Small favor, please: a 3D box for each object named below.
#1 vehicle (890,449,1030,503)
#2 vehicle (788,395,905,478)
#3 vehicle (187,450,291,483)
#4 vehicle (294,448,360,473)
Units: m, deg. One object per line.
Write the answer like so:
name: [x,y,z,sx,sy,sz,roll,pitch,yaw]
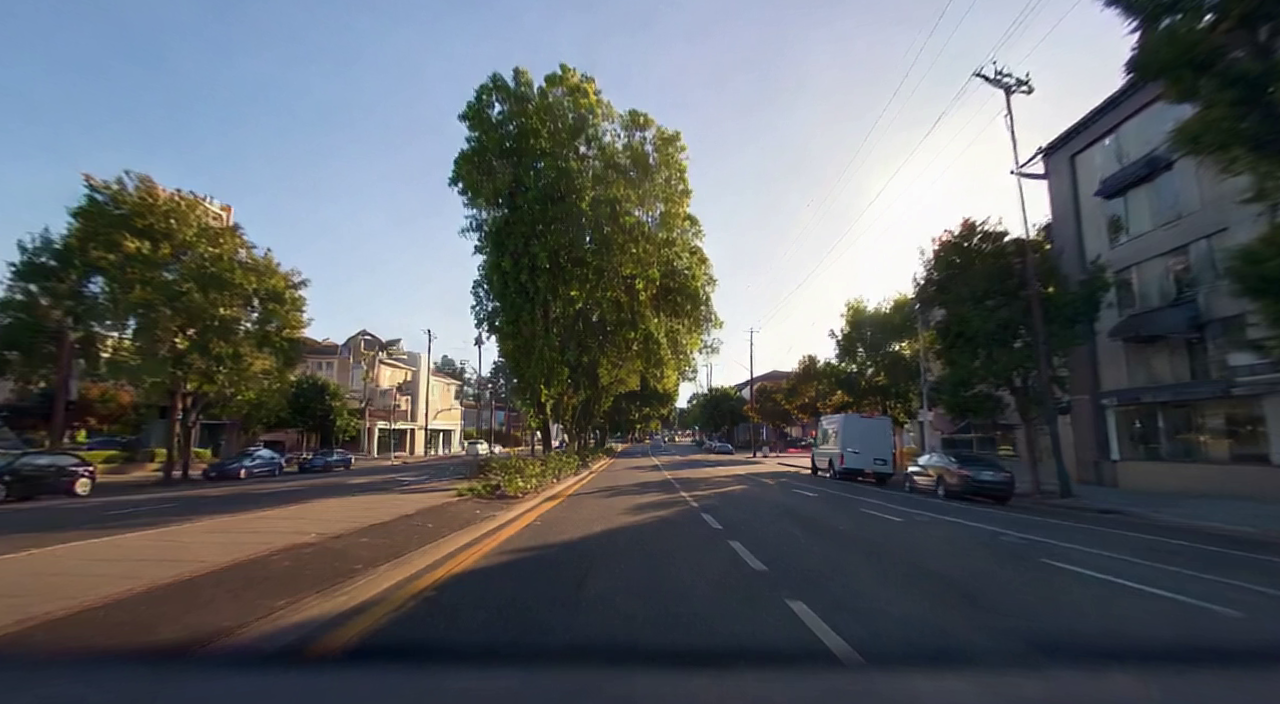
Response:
vehicle: [9.666,3.751,19.634,1.827,1.414,4.879,0,-9,0]
vehicle: [9.526,4.153,30.367,2.684,3.381,8.336,0,-9,-1]
vehicle: [-19.593,5.580,31.149,1.975,1.484,4.820,0,-9,0]
vehicle: [-19.656,6.819,39.862,1.813,1.465,4.454,0,-9,1]
